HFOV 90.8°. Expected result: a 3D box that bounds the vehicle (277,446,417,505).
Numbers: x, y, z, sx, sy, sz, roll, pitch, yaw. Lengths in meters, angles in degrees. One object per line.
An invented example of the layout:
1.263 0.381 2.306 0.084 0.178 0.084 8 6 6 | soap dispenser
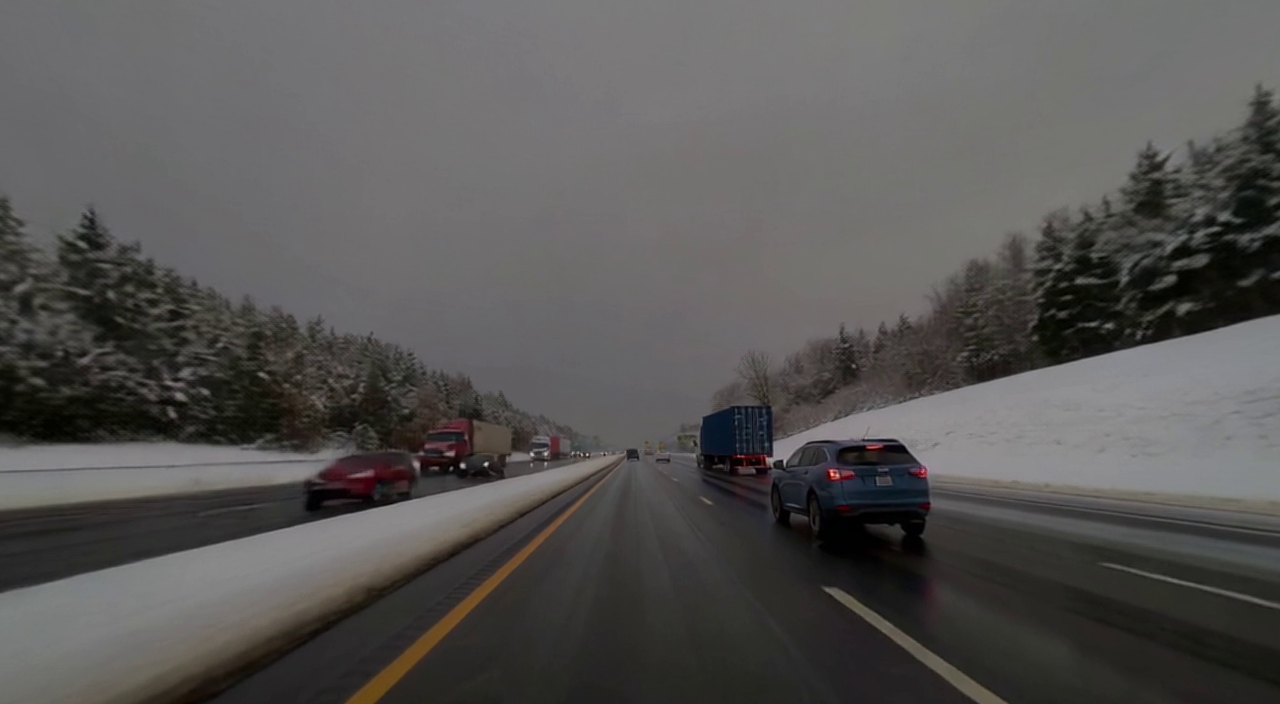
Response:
-8.148 3.450 18.106 1.809 1.453 4.501 0 -9 1 | vehicle

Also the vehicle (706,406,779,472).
7.095 6.460 46.262 2.882 4.109 13.567 0 -9 -1 | vehicle

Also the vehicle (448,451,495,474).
-11.336 7.463 42.754 1.879 1.456 4.460 0 -9 1 | vehicle

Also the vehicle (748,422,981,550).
3.356 2.115 10.629 2.130 1.658 4.537 0 -9 -2 | vehicle
